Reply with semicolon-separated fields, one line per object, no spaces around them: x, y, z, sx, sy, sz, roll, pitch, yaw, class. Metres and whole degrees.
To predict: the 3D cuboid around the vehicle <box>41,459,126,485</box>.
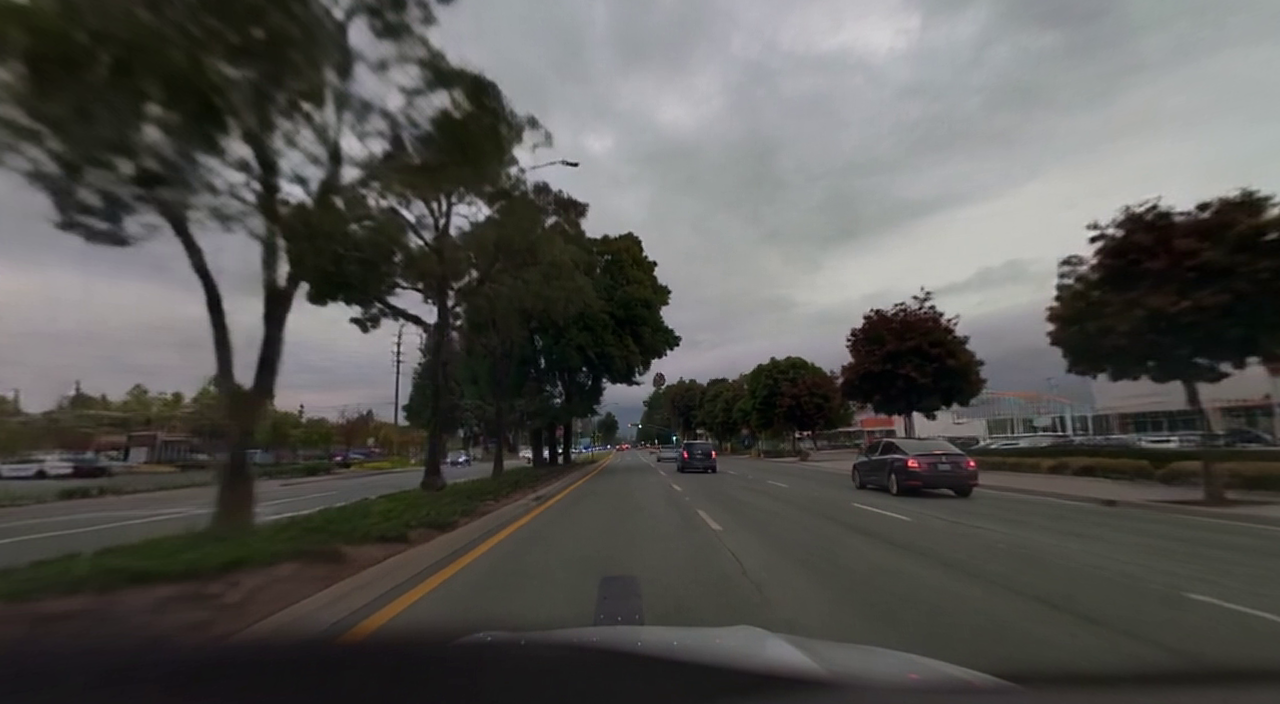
-40.088;8.611;45.399;4.200;1.688;1.983;1;-8;-1;vehicle

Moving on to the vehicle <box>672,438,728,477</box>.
2.698;4.864;29.236;2.161;1.676;4.151;0;-9;-1;vehicle

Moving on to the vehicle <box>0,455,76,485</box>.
-40.968;7.782;41.694;4.798;1.848;2.270;1;-9;-3;vehicle

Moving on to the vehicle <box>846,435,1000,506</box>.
6.863;2.897;15.831;1.886;1.528;4.169;0;-9;-1;vehicle
